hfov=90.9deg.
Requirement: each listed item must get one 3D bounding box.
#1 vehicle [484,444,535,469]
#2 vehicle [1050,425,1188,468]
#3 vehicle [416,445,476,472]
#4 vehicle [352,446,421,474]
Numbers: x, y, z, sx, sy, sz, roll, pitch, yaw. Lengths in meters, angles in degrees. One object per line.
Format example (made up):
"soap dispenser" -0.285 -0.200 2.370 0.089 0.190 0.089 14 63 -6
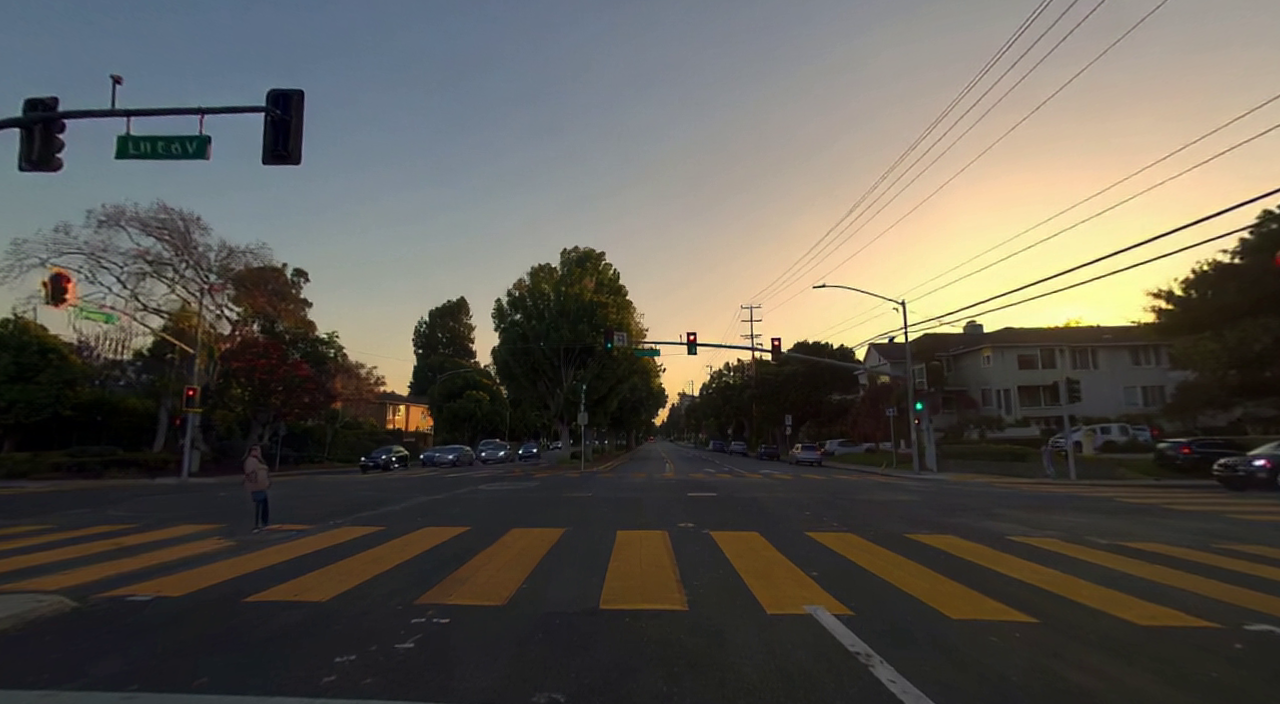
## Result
"vehicle" -7.652 6.154 37.317 1.958 1.415 4.312 0 -8 1
"vehicle" 25.294 5.026 33.626 2.177 2.086 5.514 2 -9 -14
"vehicle" -10.955 6.007 35.852 2.007 1.451 4.242 0 -8 1
"vehicle" -14.620 6.215 36.645 2.035 1.470 4.677 0 -8 0
